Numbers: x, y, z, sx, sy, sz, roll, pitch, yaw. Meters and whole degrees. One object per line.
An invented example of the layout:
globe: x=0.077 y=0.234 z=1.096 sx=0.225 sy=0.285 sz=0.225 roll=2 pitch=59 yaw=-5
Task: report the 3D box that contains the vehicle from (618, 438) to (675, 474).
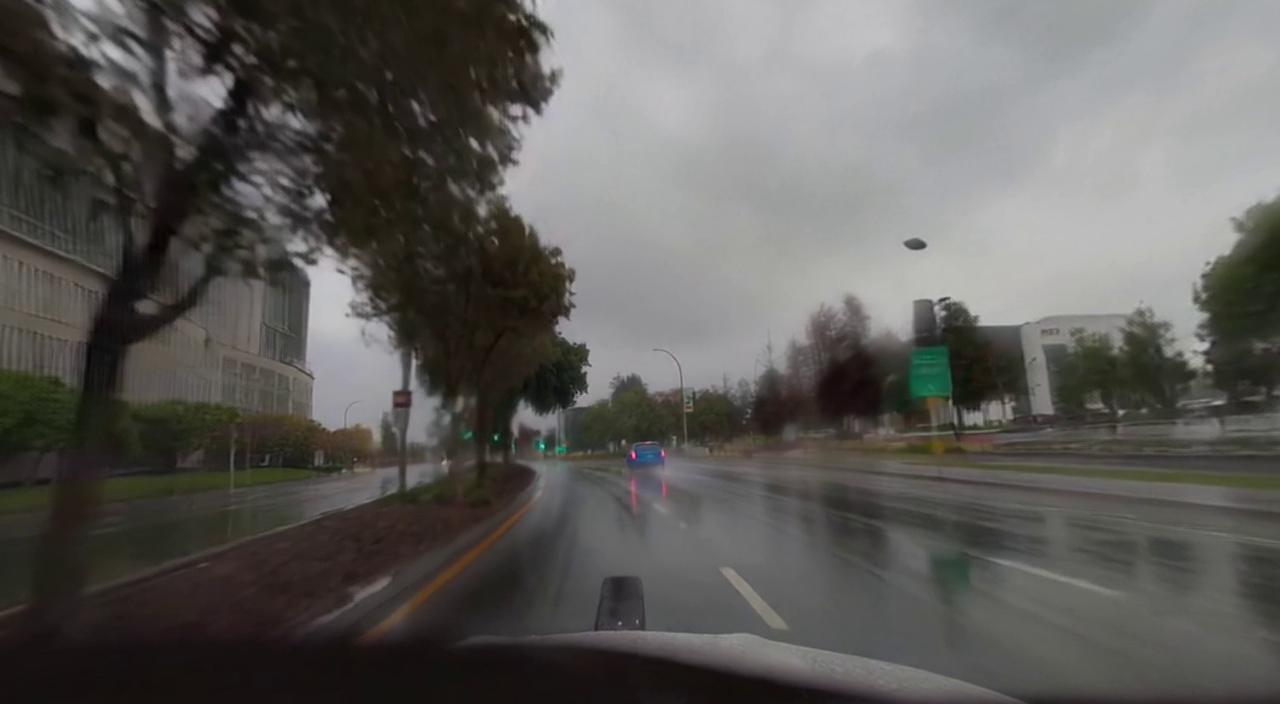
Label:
vehicle: x=0.246 y=5.296 z=32.434 sx=2.165 sy=1.633 sz=4.381 roll=0 pitch=-8 yaw=-10
